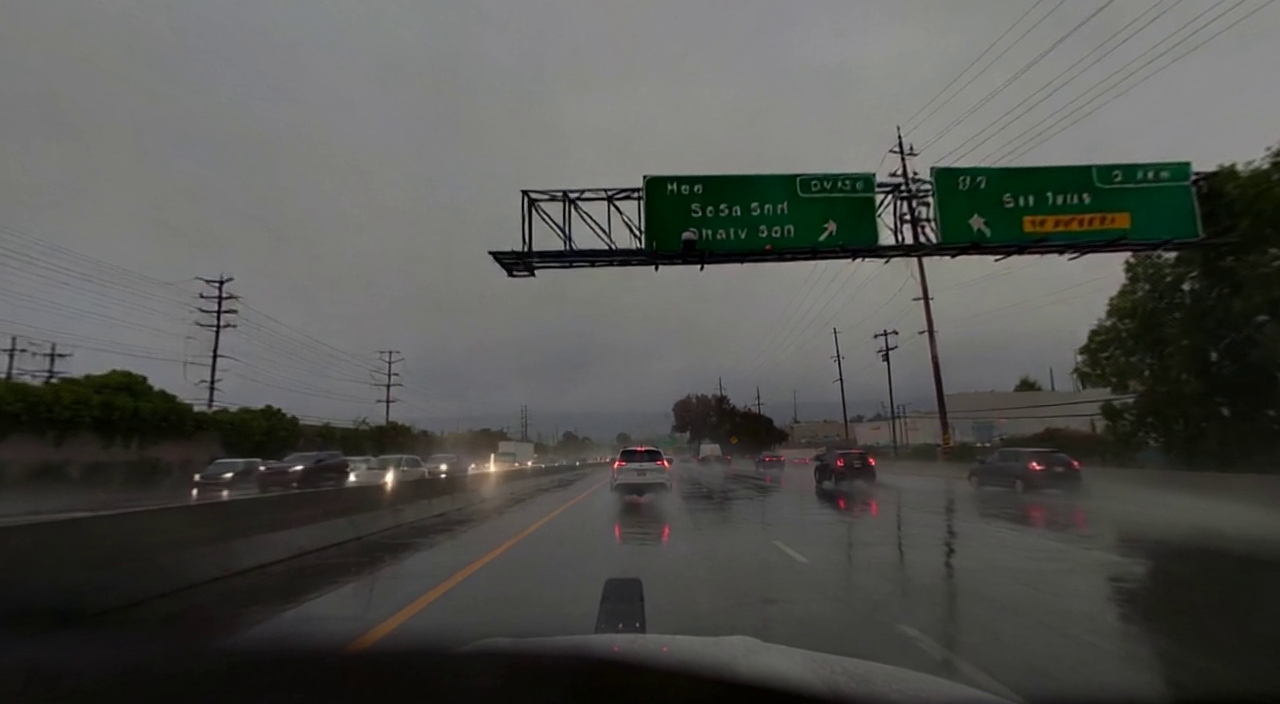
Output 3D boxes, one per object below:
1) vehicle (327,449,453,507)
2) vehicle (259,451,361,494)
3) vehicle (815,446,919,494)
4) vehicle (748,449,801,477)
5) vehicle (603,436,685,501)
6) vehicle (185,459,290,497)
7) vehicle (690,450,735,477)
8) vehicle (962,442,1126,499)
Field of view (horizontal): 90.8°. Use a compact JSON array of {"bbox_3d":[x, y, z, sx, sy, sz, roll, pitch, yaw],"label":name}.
[{"bbox_3d":[-7.615,3.840,19.798,2.004,1.596,4.520,0,-9,1],"label":"vehicle"},{"bbox_3d":[-14.672,5.360,28.457,2.032,1.721,4.683,0,-9,1],"label":"vehicle"},{"bbox_3d":[7.580,3.953,21.593,1.958,1.473,4.201,0,-9,0],"label":"vehicle"},{"bbox_3d":[7.516,6.221,35.648,1.934,1.461,4.368,0,-9,-1],"label":"vehicle"},{"bbox_3d":[0.110,3.593,19.908,2.298,1.809,4.359,0,-9,0],"label":"vehicle"},{"bbox_3d":[-17.663,5.512,28.001,1.752,1.449,4.321,0,-9,0],"label":"vehicle"},{"bbox_3d":[4.202,6.535,37.338,2.115,1.481,3.968,0,-9,-1],"label":"vehicle"},{"bbox_3d":[11.819,3.457,18.929,1.901,1.485,4.483,0,-9,0],"label":"vehicle"}]
